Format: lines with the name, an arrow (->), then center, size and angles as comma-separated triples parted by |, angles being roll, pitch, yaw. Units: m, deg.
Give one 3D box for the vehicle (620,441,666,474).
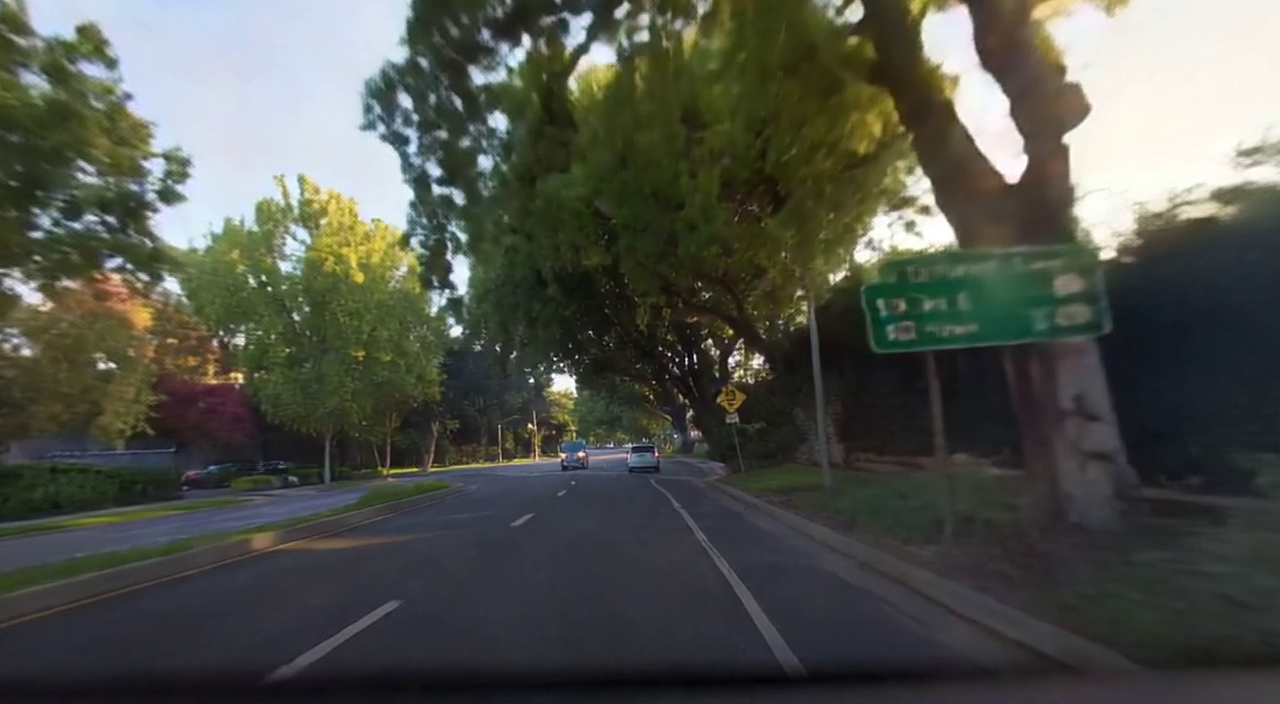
vehicle -> 0.237, 5.204, 31.381 | 2.111, 1.466, 4.223 | -1, -8, 2
